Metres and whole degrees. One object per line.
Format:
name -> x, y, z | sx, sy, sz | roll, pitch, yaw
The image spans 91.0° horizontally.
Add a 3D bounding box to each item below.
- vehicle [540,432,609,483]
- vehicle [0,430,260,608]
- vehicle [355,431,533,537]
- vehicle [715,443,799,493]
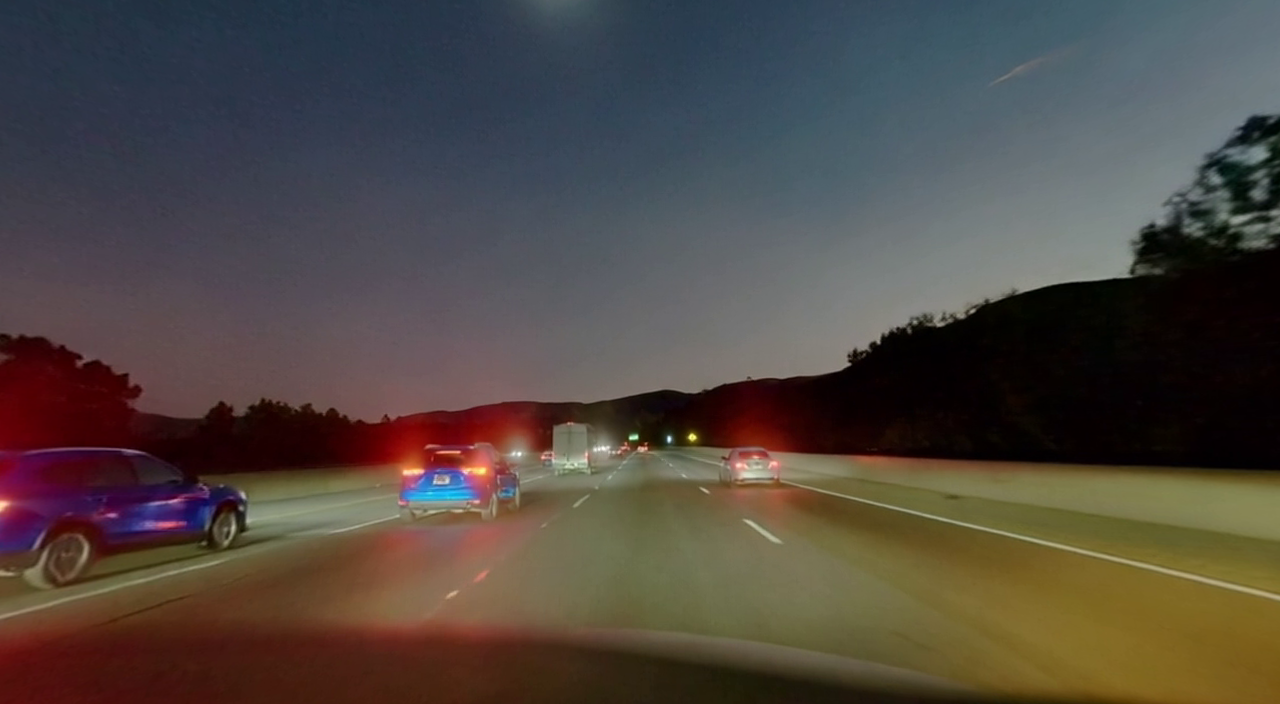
vehicle -> -2.934, 4.921, 29.667 | 2.494, 2.136, 5.539 | 0, -9, 2
vehicle -> -7.000, 1.799, 7.421 | 2.084, 1.639, 4.648 | 0, -9, 1
vehicle -> -3.591, 2.488, 12.509 | 2.080, 1.716, 4.207 | 0, -9, 1
vehicle -> 4.020, 4.073, 22.527 | 2.071, 1.570, 4.637 | 0, -9, -1
